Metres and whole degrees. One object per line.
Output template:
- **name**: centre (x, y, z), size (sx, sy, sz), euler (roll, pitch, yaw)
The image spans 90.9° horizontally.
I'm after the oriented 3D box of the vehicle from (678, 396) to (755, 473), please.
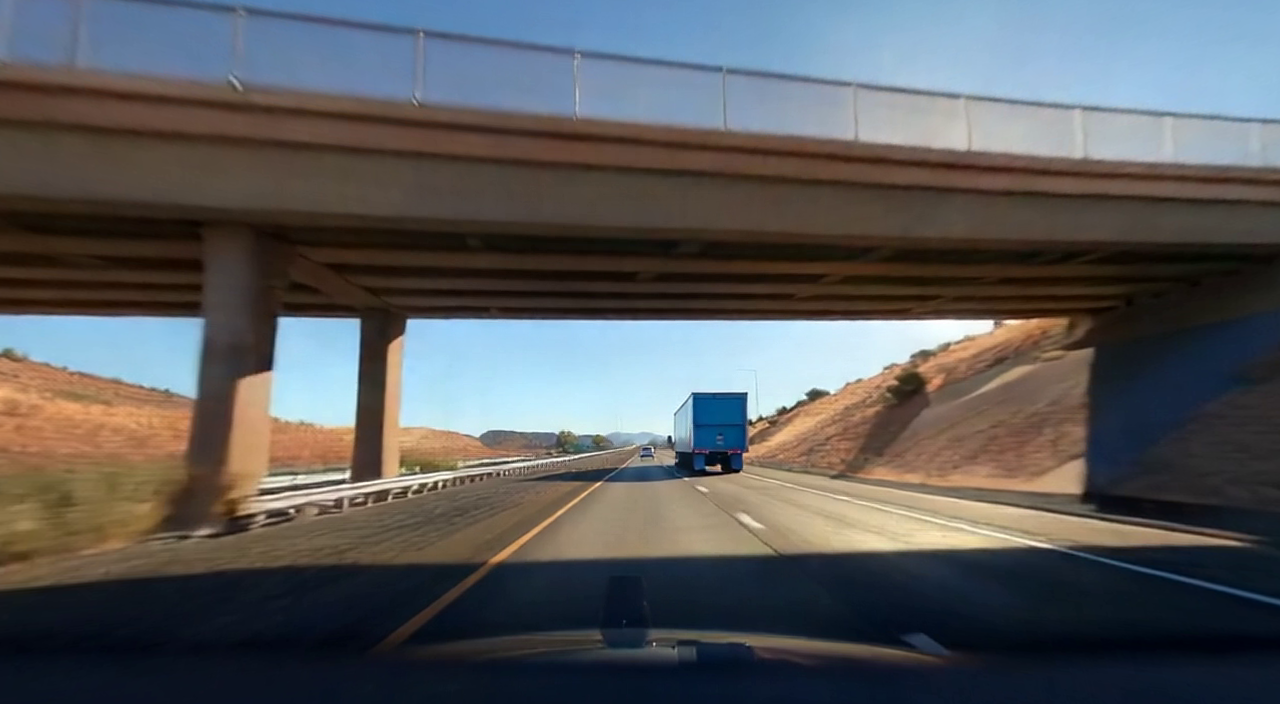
- **vehicle**: centre (4.123, 4.890, 36.708), size (3.024, 3.834, 10.128), euler (0, -8, -1)
